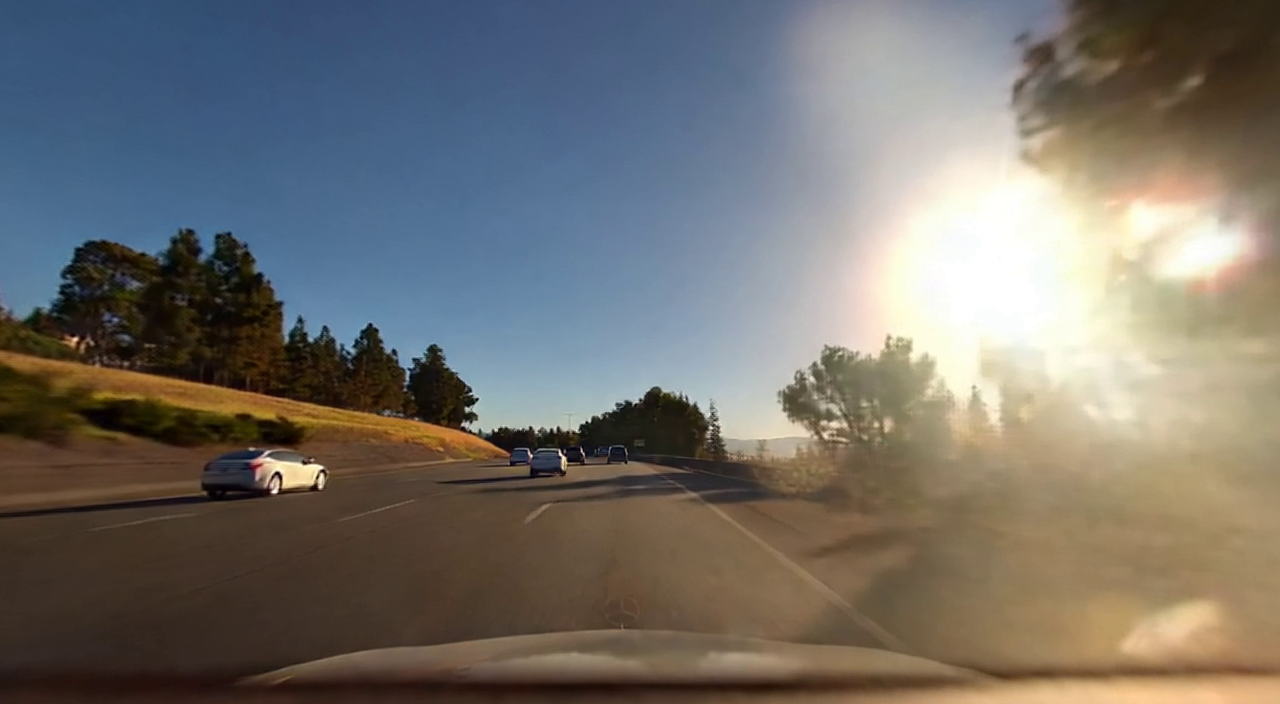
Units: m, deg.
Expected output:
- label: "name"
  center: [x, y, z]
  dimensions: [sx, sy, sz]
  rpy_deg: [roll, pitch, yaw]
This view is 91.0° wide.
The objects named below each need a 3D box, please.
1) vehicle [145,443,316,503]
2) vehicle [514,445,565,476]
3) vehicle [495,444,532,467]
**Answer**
- label: "vehicle"
  center: [-11.582, 3.431, 18.322]
  dimensions: [1.960, 1.487, 4.593]
  rpy_deg: [0, -9, -1]
- label: "vehicle"
  center: [-5.077, 5.556, 32.323]
  dimensions: [2.120, 1.458, 4.031]
  rpy_deg: [0, -9, -3]
- label: "vehicle"
  center: [-9.406, 7.691, 47.033]
  dimensions: [2.015, 1.608, 4.294]
  rpy_deg: [0, -9, -2]
